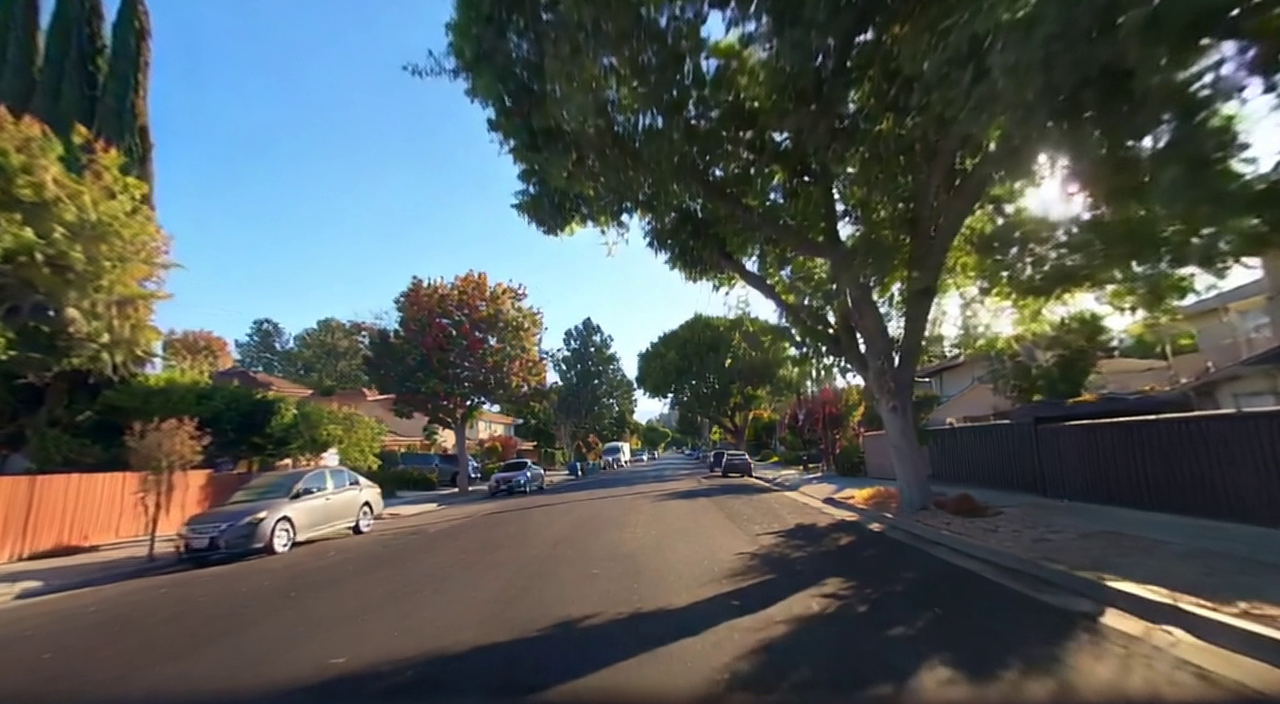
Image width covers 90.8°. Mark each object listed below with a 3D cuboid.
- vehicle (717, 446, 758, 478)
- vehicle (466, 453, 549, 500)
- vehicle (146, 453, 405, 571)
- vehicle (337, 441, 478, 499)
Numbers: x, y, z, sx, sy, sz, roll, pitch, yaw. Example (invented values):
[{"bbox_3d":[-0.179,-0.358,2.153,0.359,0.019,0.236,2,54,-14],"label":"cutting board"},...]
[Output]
[{"bbox_3d":[5.039,5.734,33.146,1.903,1.500,4.057,-2,-8,6],"label":"vehicle"},{"bbox_3d":[-5.478,5.203,26.746,2.062,1.500,4.629,-4,-7,6],"label":"vehicle"},{"bbox_3d":[-6.595,2.879,12.217,2.061,1.466,4.660,-5,-7,4],"label":"vehicle"},{"bbox_3d":[-10.012,5.080,28.048,2.416,2.211,6.384,-3,-8,17],"label":"vehicle"}]
